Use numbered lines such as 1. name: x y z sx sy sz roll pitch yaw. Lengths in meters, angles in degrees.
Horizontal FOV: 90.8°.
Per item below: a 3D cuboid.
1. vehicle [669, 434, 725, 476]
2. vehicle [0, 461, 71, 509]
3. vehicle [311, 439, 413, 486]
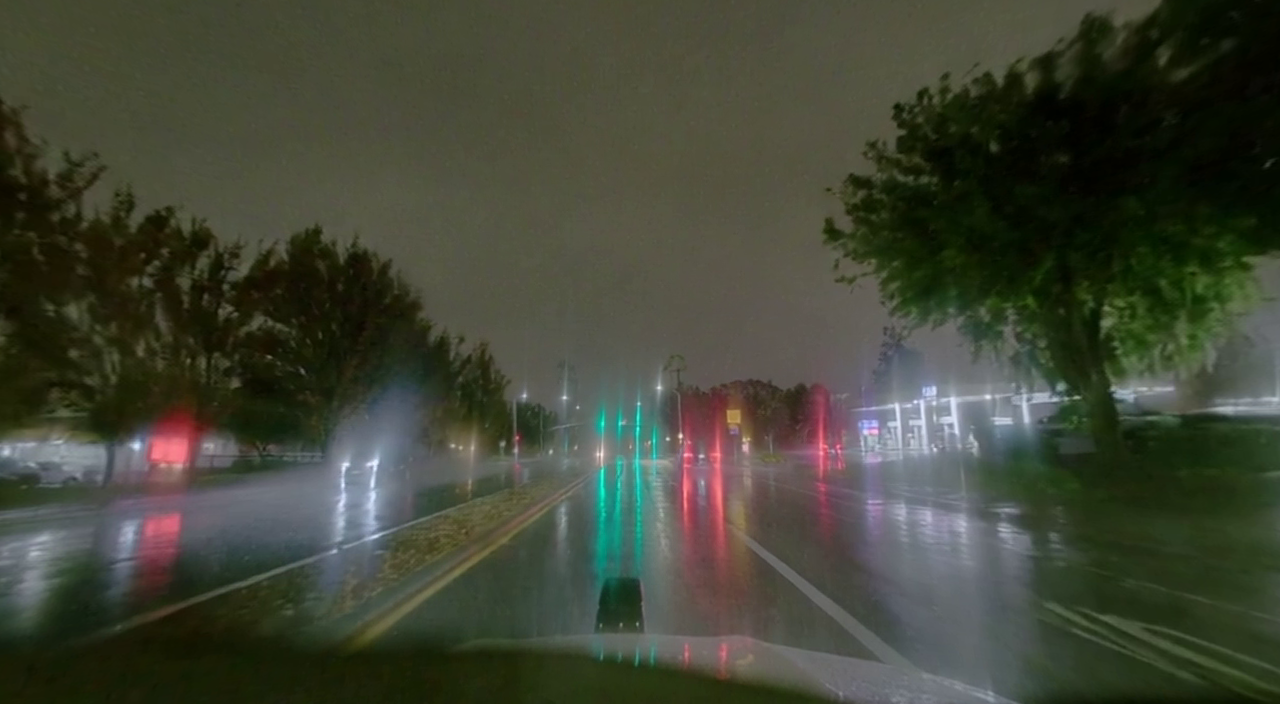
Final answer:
1. vehicle: 2.679 4.990 30.785 2.115 1.840 4.777 0 -8 -2
2. vehicle: -23.028 4.780 22.980 4.117 1.557 1.876 -5 -9 26
3. vehicle: -12.831 5.111 29.653 2.379 1.967 5.195 -1 -8 1
